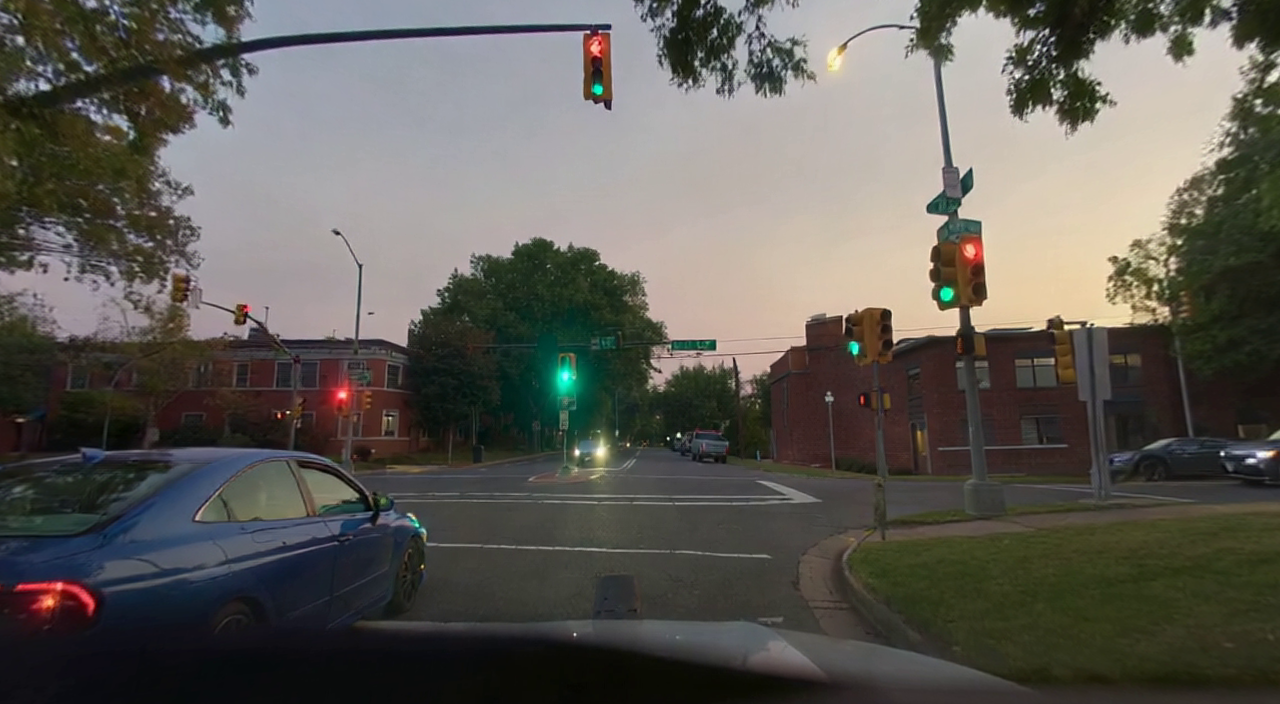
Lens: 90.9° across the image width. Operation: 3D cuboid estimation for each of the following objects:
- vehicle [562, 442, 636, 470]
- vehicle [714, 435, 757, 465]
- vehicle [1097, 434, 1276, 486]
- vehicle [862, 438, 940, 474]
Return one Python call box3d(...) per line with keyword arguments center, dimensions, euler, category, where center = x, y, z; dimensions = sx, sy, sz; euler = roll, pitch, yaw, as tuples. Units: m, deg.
box3d(center=(-2.447, 6.156, 37.559), dimensions=(3.991, 1.526, 1.868), euler=(-4, -9, 30), category="vehicle")
box3d(center=(6.943, 7.147, 46.140), dimensions=(1.491, 2.041, 2.964), euler=(6, -9, -35), category="vehicle")
box3d(center=(16.791, 3.320, 19.516), dimensions=(3.876, 1.512, 1.784), euler=(0, -8, -1), category="vehicle")
box3d(center=(12.396, 5.041, 30.270), dimensions=(1.922, 1.529, 3.964), euler=(0, -12, -1), category="vehicle")
